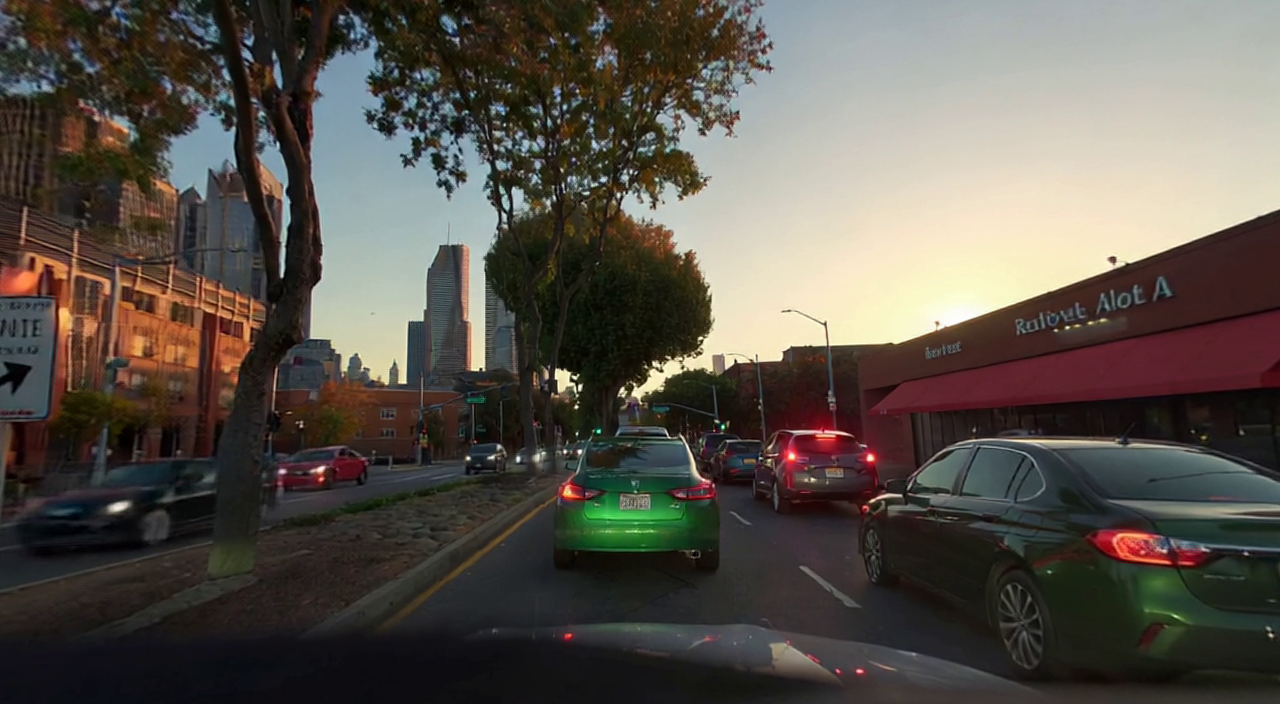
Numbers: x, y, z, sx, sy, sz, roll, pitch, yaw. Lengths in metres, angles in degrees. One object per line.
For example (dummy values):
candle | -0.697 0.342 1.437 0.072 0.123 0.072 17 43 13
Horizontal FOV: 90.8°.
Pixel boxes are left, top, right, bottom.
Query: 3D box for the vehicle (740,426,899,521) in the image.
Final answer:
vehicle | 3.533 2.479 13.423 2.025 1.660 4.263 0 -9 -1

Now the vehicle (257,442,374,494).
vehicle | -12.048 4.310 23.861 2.004 1.732 4.530 0 -9 0

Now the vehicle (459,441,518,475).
vehicle | -8.110 5.719 34.243 2.079 1.695 4.374 0 -9 0

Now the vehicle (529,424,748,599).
vehicle | -0.022 1.652 7.303 1.887 1.487 3.535 0 -9 0

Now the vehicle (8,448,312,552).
vehicle | -7.929 2.432 11.131 1.991 1.433 4.261 0 -9 0

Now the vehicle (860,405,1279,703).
vehicle | 3.312 1.252 4.487 1.988 1.480 4.195 0 -9 0
